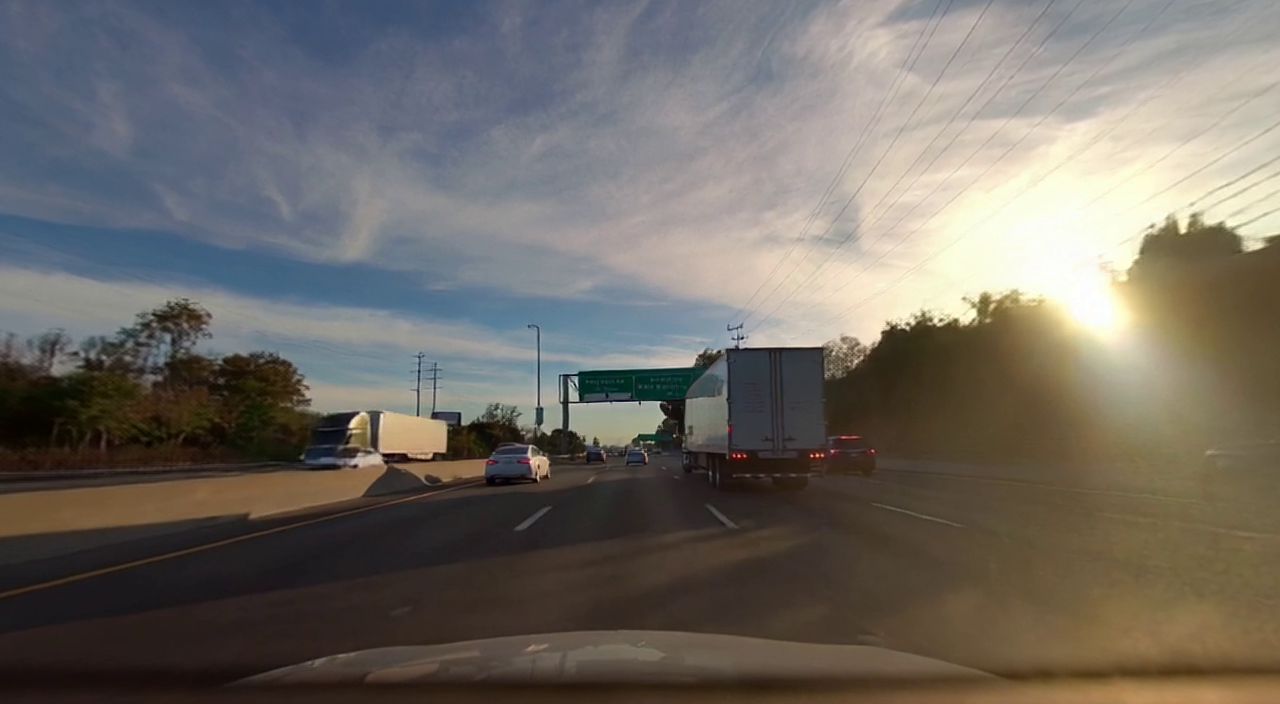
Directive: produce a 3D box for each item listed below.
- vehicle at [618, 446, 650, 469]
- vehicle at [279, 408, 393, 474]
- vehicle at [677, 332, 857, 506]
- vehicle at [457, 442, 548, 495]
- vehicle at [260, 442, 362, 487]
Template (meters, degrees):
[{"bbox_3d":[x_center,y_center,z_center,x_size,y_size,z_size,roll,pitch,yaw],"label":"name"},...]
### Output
[{"bbox_3d":[-0.355,7.079,42.423,2.047,1.485,3.938,0,-8,1],"label":"vehicle"},{"bbox_3d":[-18.767,5.618,39.617,3.017,3.721,8.231,0,-8,0],"label":"vehicle"},{"bbox_3d":[3.453,2.726,22.955,2.907,4.109,16.177,0,-8,-1],"label":"vehicle"},{"bbox_3d":[-4.271,3.644,20.163,1.968,1.507,3.829,0,-8,1],"label":"vehicle"},{"bbox_3d":[-11.541,3.928,22.323,1.670,1.451,3.565,0,-8,0],"label":"vehicle"}]
